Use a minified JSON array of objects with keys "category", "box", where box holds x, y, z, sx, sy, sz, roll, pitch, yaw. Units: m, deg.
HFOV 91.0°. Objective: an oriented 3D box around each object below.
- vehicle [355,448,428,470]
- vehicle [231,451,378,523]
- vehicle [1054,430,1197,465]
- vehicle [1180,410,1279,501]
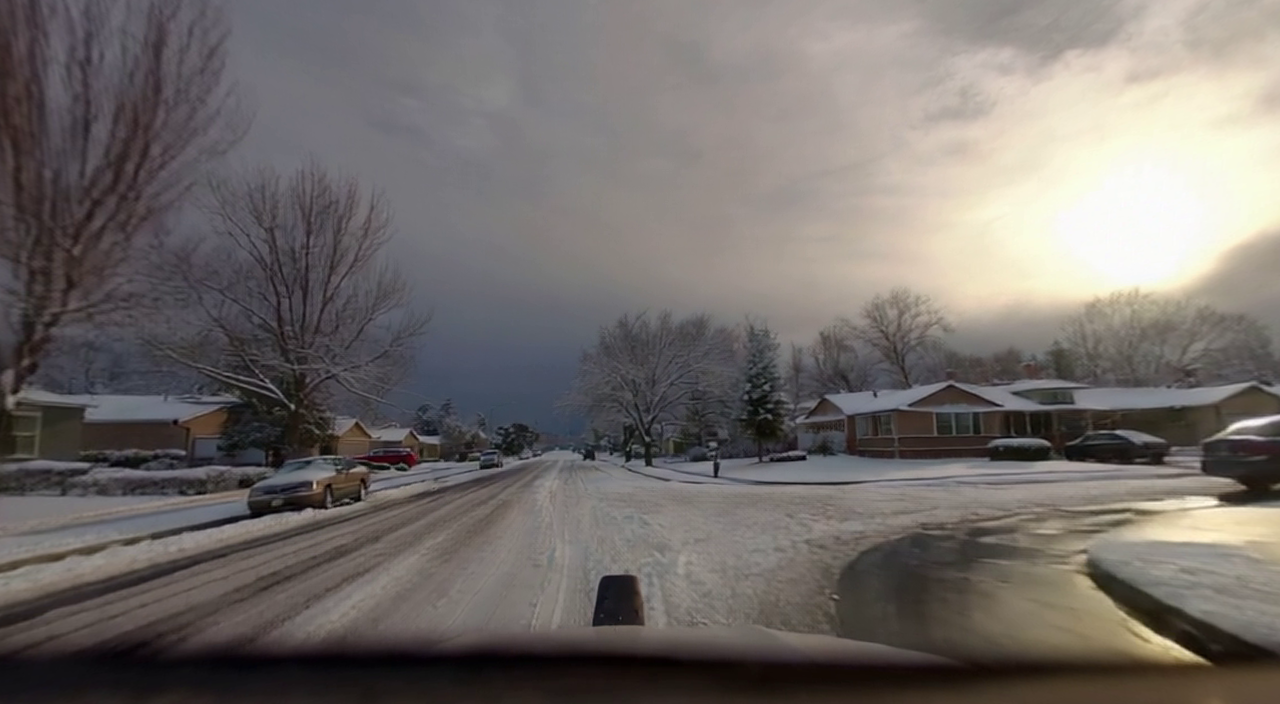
[{"category":"vehicle","box":[-19.517,8.409,49.571,4.850,1.676,1.920,0,-9,-3]},{"category":"vehicle","box":[-8.549,3.431,16.543,1.938,1.499,4.290,-2,-9,-7]},{"category":"vehicle","box":[21.903,4.354,28.746,1.932,1.464,5.044,2,-9,-11]},{"category":"vehicle","box":[15.167,2.245,13.837,4.933,1.817,2.014,1,-9,-7]}]
